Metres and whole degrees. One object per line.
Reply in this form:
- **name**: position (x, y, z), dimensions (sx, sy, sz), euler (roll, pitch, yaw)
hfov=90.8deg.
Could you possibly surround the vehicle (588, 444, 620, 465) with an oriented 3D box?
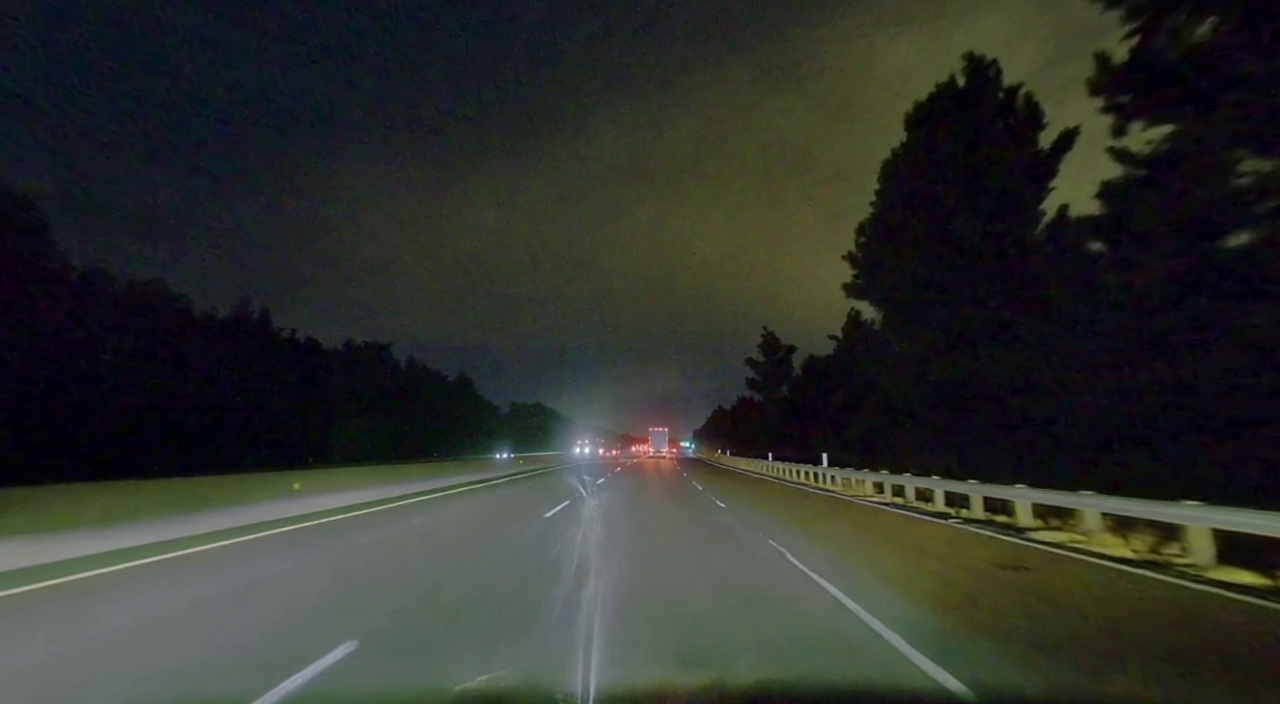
- **vehicle**: position (-2.713, 7.888, 48.711), dimensions (2.113, 1.559, 4.166), euler (0, -9, 2)
